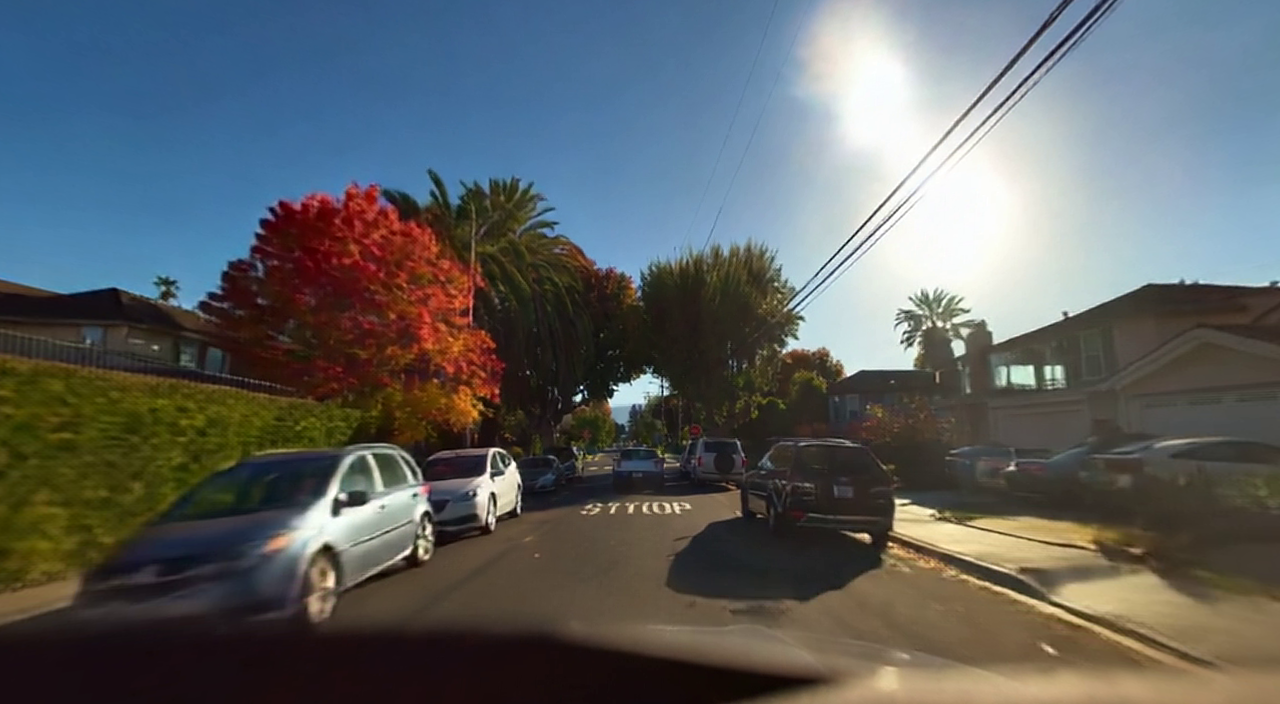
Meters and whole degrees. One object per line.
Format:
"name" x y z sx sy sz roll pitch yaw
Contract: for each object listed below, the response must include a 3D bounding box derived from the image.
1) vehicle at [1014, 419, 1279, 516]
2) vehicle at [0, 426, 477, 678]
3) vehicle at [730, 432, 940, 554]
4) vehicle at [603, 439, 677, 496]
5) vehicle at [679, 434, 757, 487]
"vehicle" 9.860 2.177 12.293 1.929 1.517 4.494 1 -9 -7
"vehicle" -3.117 1.561 6.097 1.877 1.521 4.348 0 -9 0
"vehicle" 2.859 2.168 10.373 1.967 1.563 4.237 0 -9 -2
"vehicle" -0.027 3.428 18.986 2.010 1.499 4.107 0 -9 -1
"vehicle" 2.626 3.829 22.400 2.136 1.650 4.837 0 -9 -1
